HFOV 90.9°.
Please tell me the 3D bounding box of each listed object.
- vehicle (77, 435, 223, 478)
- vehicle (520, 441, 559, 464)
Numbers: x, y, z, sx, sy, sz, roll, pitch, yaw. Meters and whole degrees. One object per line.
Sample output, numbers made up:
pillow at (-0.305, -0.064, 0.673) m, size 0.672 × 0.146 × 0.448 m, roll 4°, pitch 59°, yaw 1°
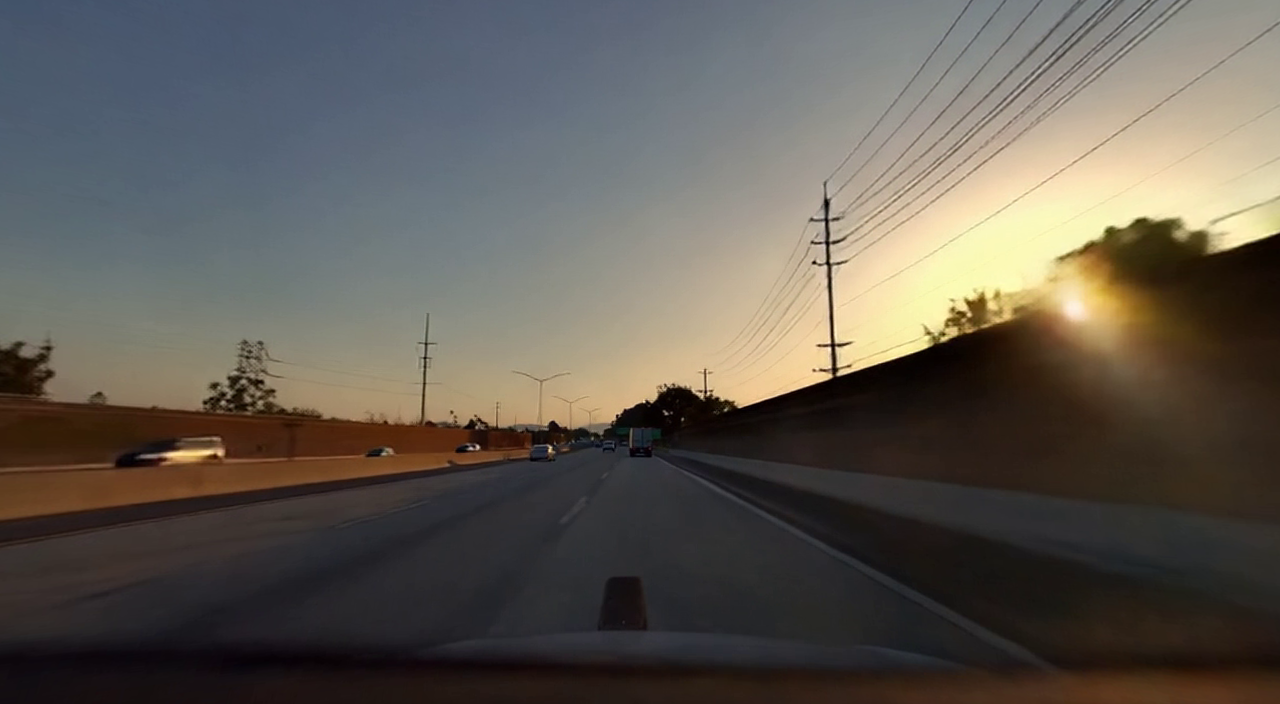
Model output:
vehicle at (-22.568, 4.838, 29.487) m, size 2.190 × 1.809 × 5.776 m, roll 0°, pitch -8°, yaw 0°
vehicle at (-7.283, 7.324, 46.138) m, size 2.064 × 1.642 × 4.389 m, roll 0°, pitch -8°, yaw 0°
